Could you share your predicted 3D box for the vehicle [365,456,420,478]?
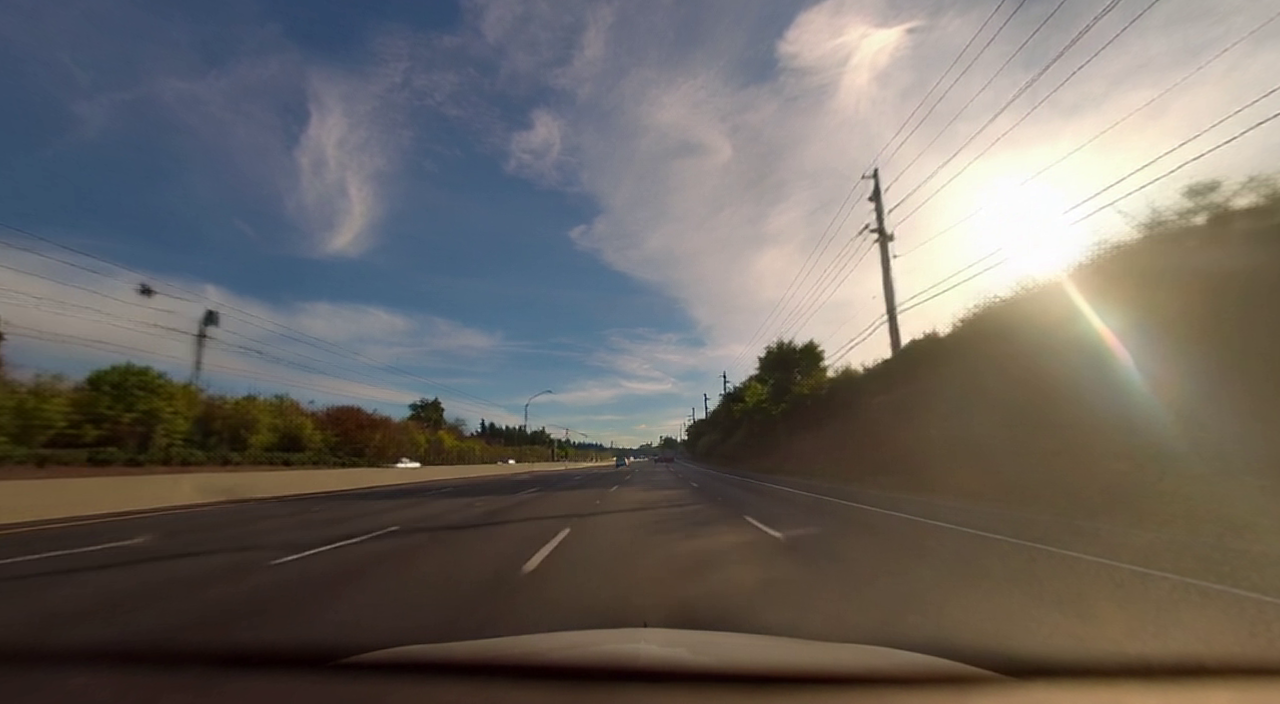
[{"bbox_3d":[-17.987,8.357,46.031,1.908,1.499,4.803,0,-9,2],"label":"vehicle"}]
